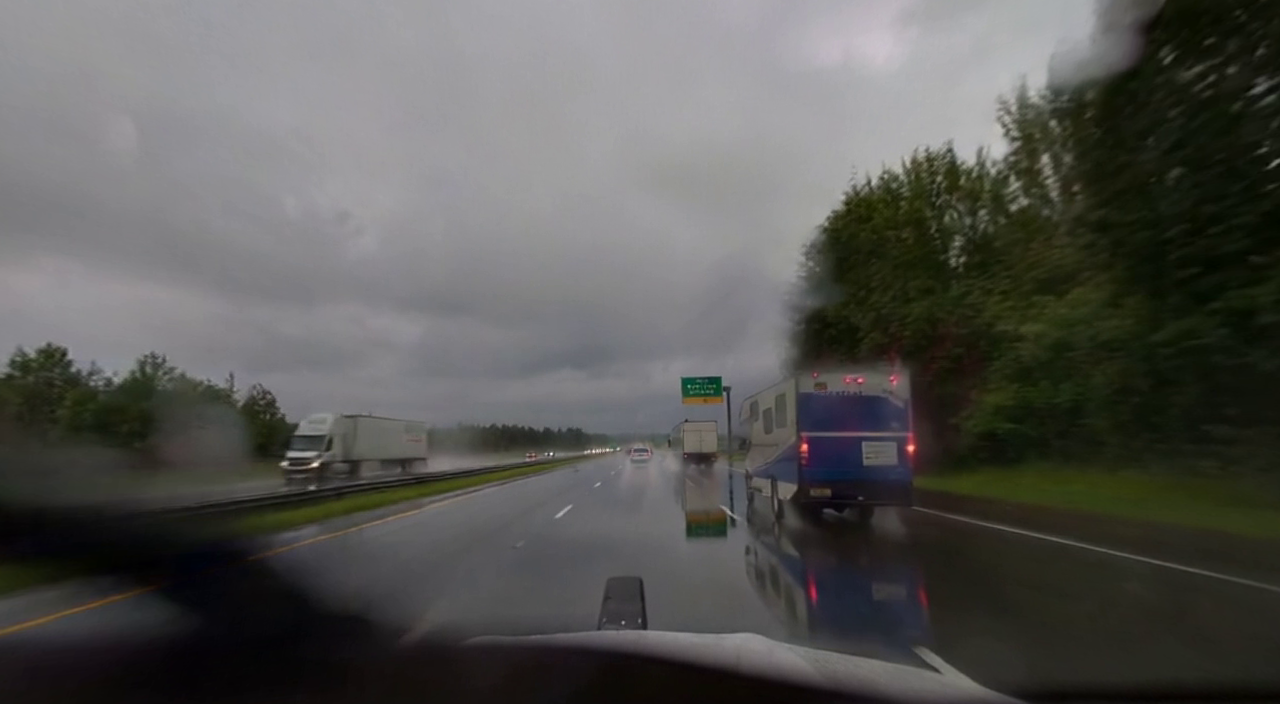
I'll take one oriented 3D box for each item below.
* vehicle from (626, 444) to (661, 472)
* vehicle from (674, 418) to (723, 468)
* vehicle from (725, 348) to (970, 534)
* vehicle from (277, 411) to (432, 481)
[{"bbox_3d":[0.231,6.879,40.967,2.151,1.678,3.923,0,-9,0],"label":"vehicle"},{"bbox_3d":[4.362,7.117,48.985,2.931,3.530,8.760,0,-9,0],"label":"vehicle"},{"bbox_3d":[3.846,1.977,13.914,2.698,3.001,7.323,0,-9,-1],"label":"vehicle"},{"bbox_3d":[-19.191,6.706,44.692,3.059,3.980,16.984,0,-9,0],"label":"vehicle"}]
